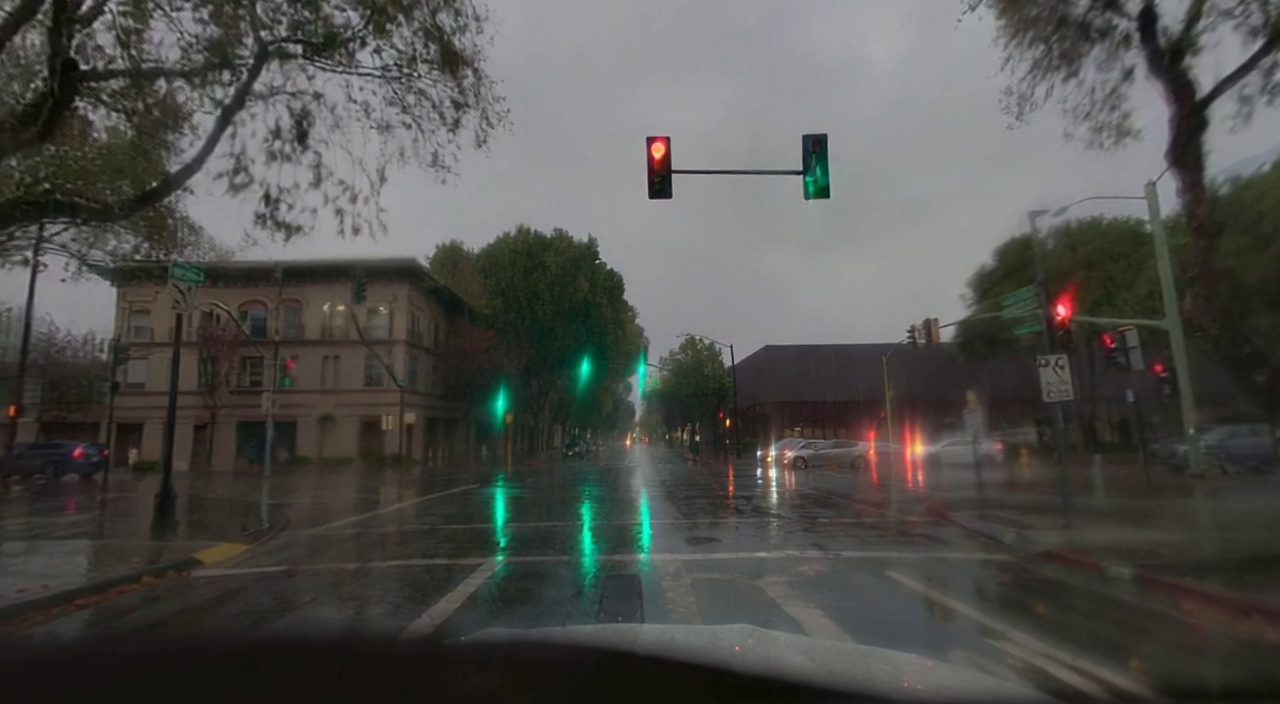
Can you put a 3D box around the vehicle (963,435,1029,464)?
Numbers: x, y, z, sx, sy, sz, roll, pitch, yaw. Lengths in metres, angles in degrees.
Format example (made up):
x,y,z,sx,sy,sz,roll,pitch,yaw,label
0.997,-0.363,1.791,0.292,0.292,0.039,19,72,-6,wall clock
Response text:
x,y,z,sx,sy,sz,roll,pitch,yaw,label
20.998,5.756,37.094,1.851,1.388,3.475,0,-4,-1,vehicle

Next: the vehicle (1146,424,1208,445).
x,y,z,sx,sy,sz,roll,pitch,yaw,label
40.981,6.341,47.925,1.682,1.422,3.422,1,-10,0,vehicle

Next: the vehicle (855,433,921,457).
x,y,z,sx,sy,sz,roll,pitch,yaw,label
16.925,6.329,42.697,4.522,1.546,1.941,6,-11,-34,vehicle

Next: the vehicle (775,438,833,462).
x,y,z,sx,sy,sz,roll,pitch,yaw,label
11.084,6.615,42.251,1.955,1.508,4.295,-8,-12,42,vehicle

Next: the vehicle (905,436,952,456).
x,y,z,sx,sy,sz,roll,pitch,yaw,label
21.817,7.136,47.502,1.923,1.463,3.758,-1,-9,3,vehicle
